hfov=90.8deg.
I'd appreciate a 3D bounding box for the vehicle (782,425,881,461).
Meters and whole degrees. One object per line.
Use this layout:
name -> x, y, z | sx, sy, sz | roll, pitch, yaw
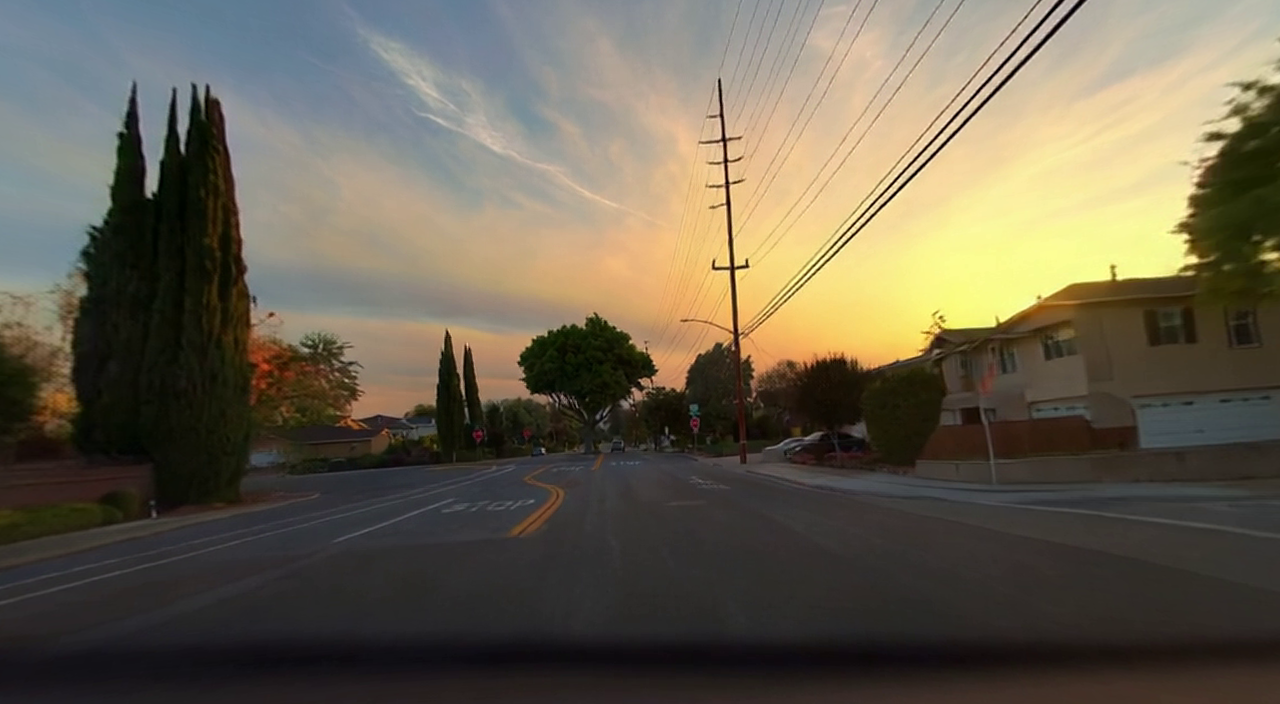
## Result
vehicle -> 10.140, 4.875, 33.779 | 4.544, 1.807, 2.204 | -1, -9, 2
